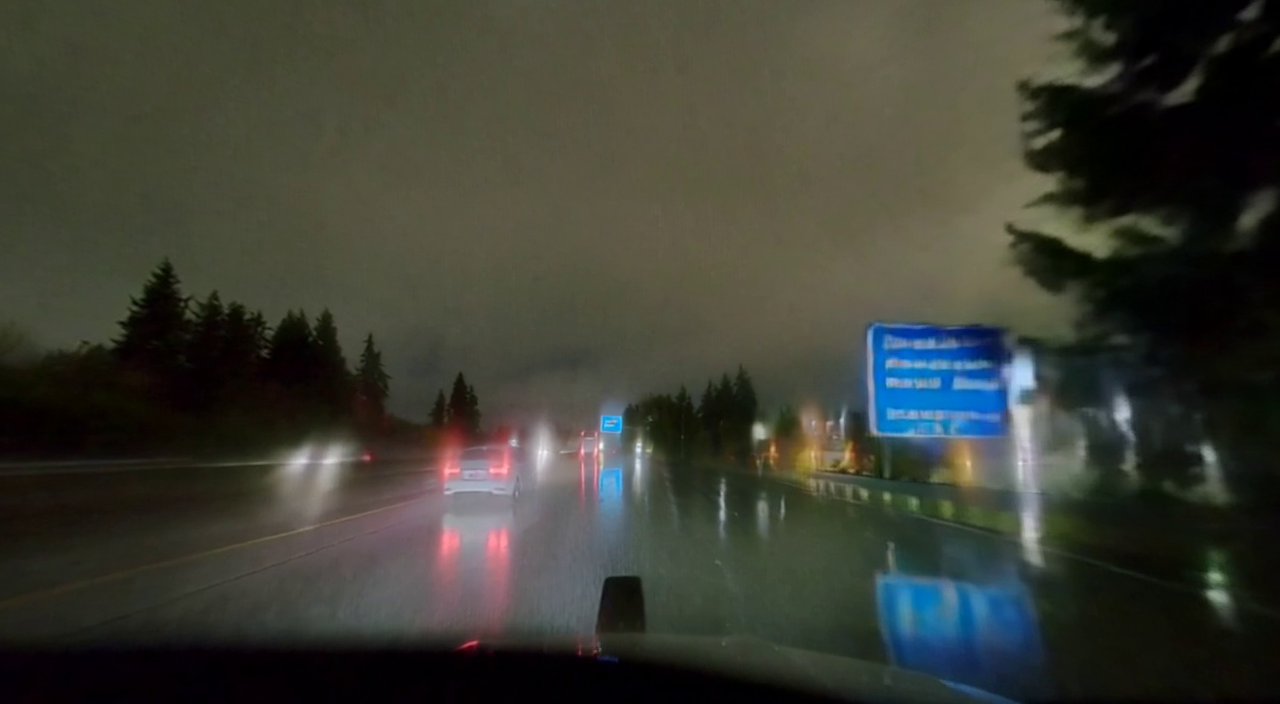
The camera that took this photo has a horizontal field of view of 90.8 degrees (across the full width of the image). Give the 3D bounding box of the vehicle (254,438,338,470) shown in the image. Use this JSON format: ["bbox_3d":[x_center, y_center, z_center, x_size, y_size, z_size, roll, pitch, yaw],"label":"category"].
[{"bbox_3d":[-17.827,5.304,32.934,1.921,1.526,4.441,0,-9,-1],"label":"vehicle"}]

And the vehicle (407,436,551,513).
[{"bbox_3d":[-3.679,2.914,15.555,2.184,1.574,5.004,0,-9,0],"label":"vehicle"}]
